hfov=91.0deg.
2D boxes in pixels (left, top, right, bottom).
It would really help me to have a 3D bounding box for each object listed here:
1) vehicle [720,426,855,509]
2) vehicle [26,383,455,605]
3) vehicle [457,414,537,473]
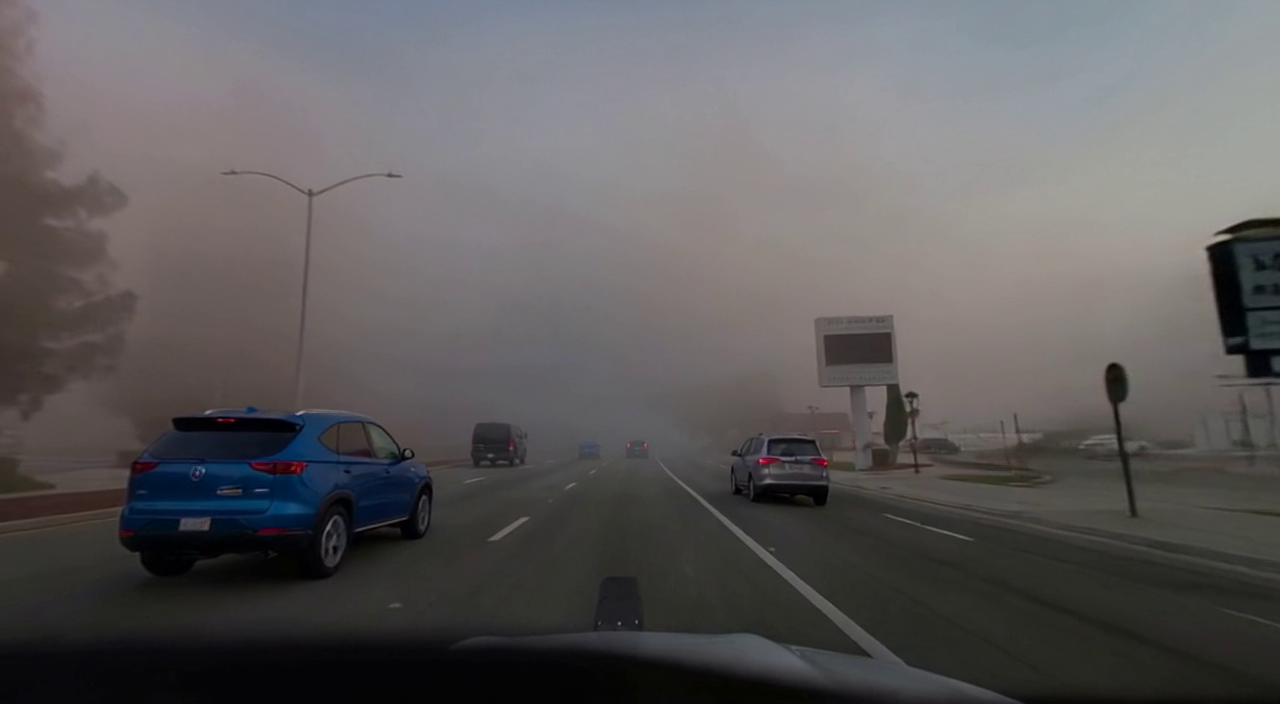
[{"bbox_3d":[3.542,2.899,16.232,2.167,1.792,4.835,1,-9,-2],"label":"vehicle"},{"bbox_3d":[-3.824,1.453,7.235,2.038,1.748,4.303,0,-9,0],"label":"vehicle"},{"bbox_3d":[-6.812,4.516,30.946,2.863,2.592,6.410,1,-9,-4],"label":"vehicle"}]
